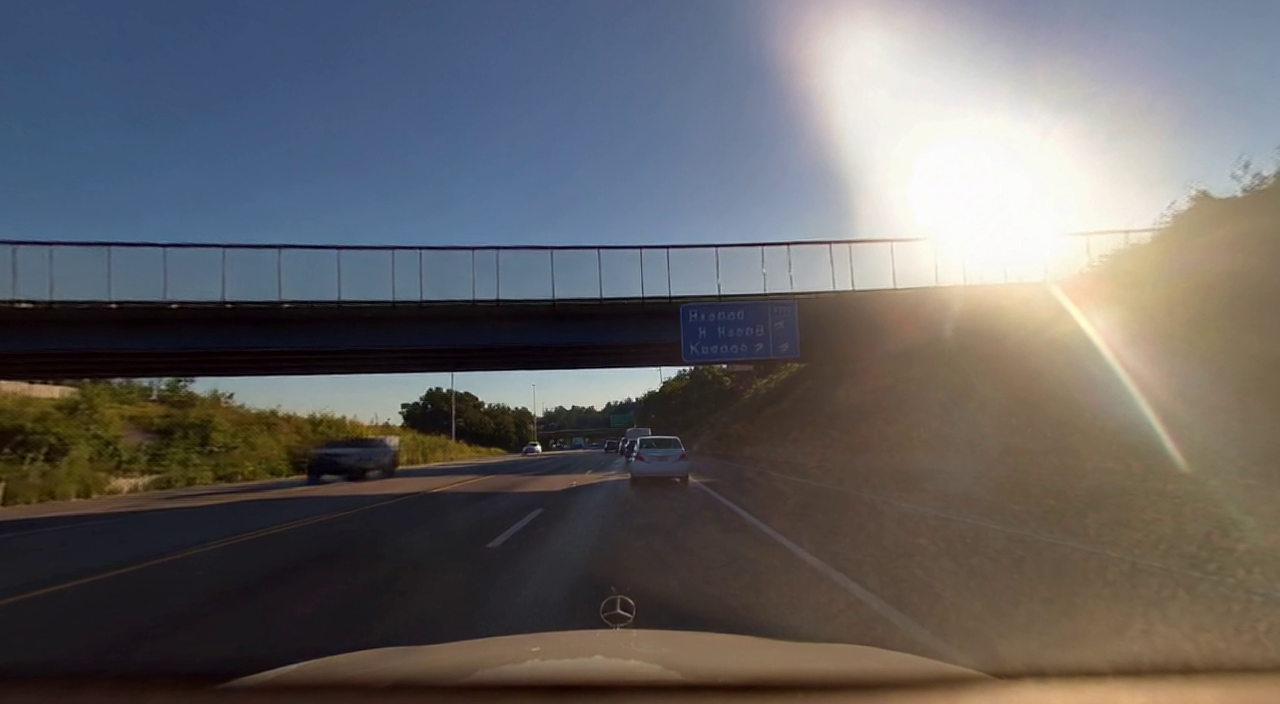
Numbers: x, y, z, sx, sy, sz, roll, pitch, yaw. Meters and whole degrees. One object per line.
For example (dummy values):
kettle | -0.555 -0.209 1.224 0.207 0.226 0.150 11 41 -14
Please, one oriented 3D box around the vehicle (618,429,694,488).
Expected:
vehicle | 0.378 3.306 19.874 2.092 1.636 4.024 0 -8 -3

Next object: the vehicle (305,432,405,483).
vehicle | -11.766 4.366 26.415 2.082 1.833 4.755 -2 -8 -1
